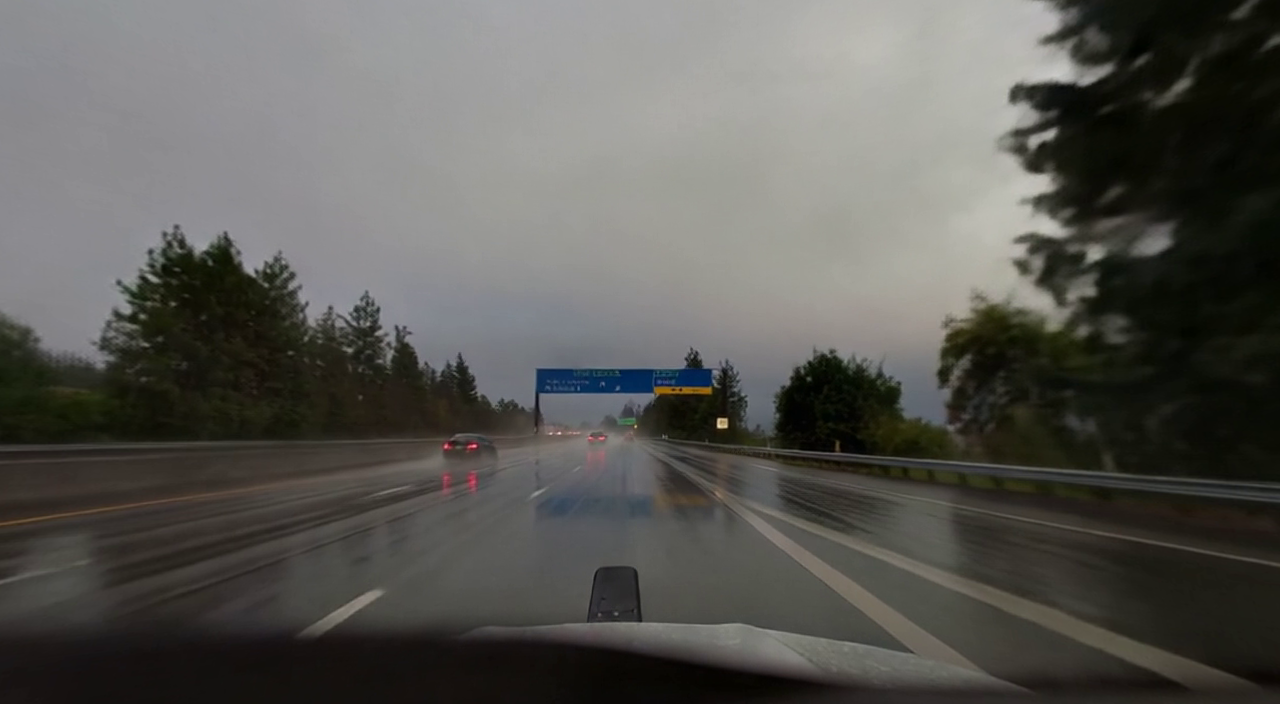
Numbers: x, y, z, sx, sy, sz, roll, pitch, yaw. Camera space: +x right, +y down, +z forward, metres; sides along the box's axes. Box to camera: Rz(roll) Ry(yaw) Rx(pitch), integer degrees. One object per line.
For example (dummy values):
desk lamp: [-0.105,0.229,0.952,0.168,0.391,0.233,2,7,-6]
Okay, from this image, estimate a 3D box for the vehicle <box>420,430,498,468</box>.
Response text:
vehicle: [-8.260,4.436,29.286,2.092,1.574,5.251,0,-7,0]
